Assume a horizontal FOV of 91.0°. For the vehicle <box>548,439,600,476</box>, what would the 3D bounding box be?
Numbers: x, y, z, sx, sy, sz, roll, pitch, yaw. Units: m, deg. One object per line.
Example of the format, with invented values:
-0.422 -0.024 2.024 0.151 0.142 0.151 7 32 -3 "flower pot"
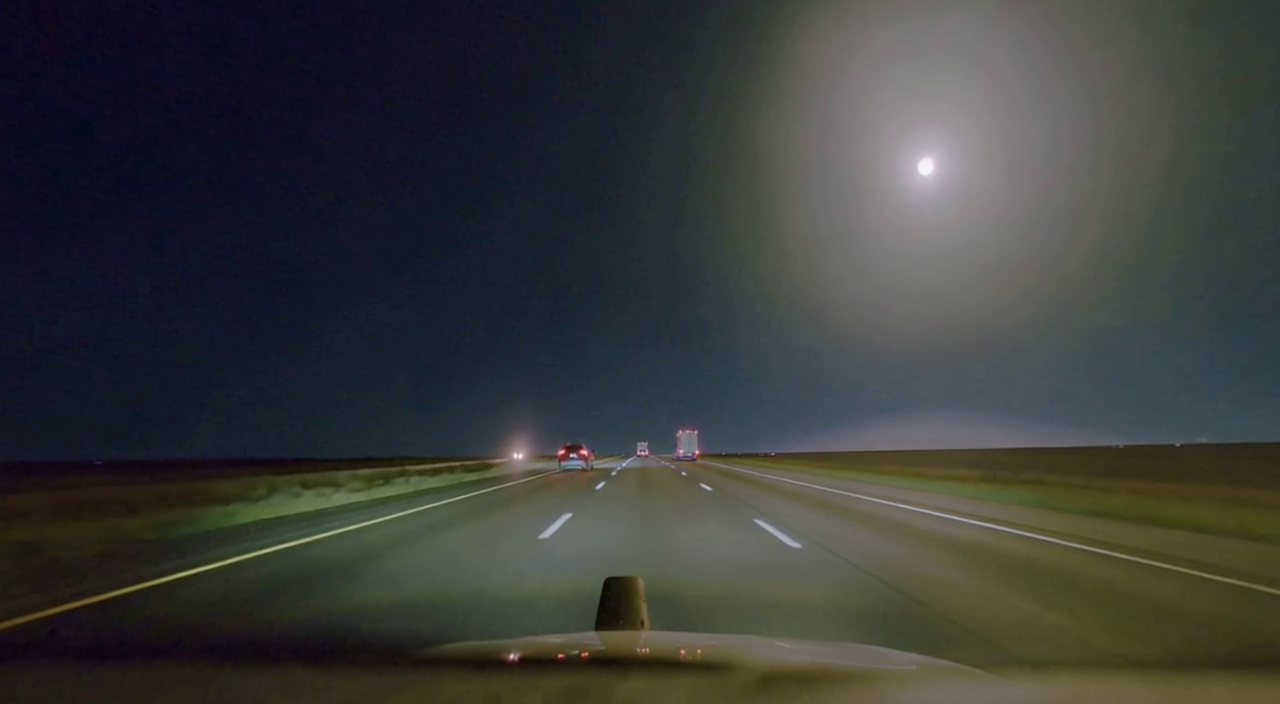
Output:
-3.247 5.275 31.737 2.070 1.707 4.309 0 -9 1 "vehicle"
